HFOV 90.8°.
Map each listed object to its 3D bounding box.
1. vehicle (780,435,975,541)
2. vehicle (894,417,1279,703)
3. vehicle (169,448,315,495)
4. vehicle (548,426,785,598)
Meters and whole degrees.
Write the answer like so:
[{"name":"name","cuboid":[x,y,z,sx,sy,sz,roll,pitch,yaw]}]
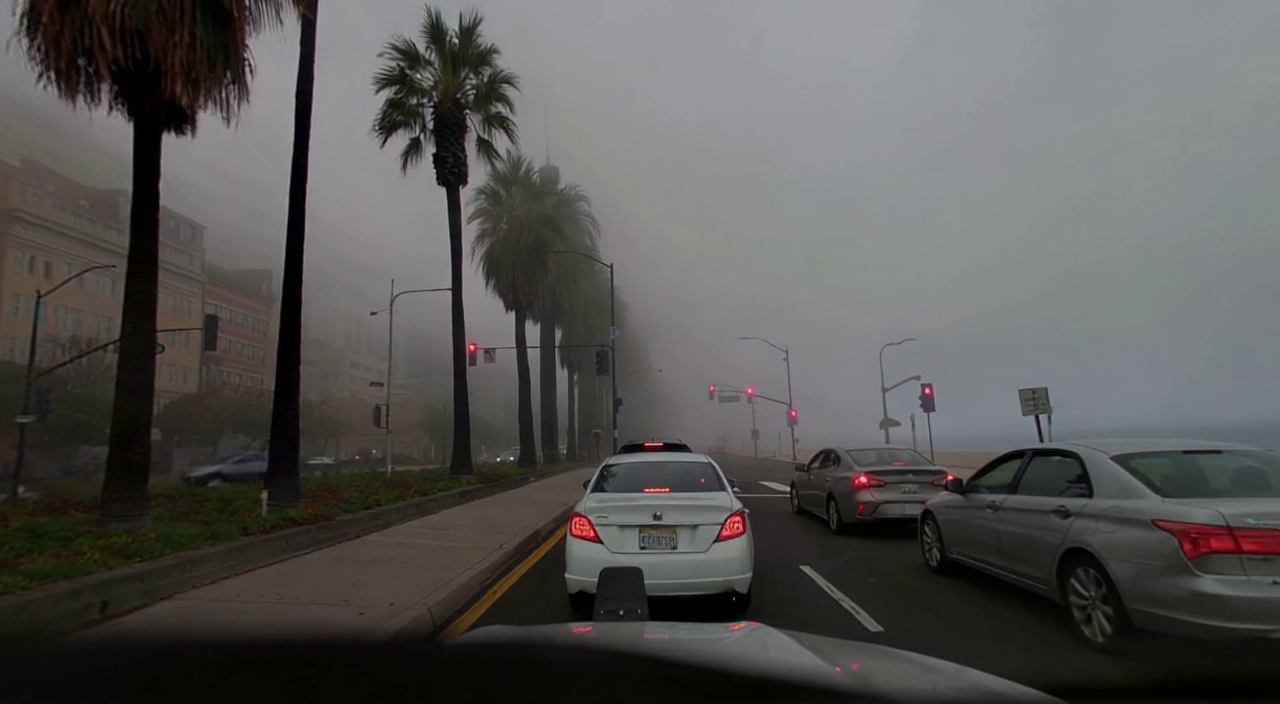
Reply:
[{"name":"vehicle","cuboid":[3.896,2.287,11.308,1.920,1.490,4.417,-1,-9,2]},{"name":"vehicle","cuboid":[3.915,1.362,5.086,1.913,1.469,4.425,0,-9,0]},{"name":"vehicle","cuboid":[-15.229,4.570,24.532,2.022,1.604,4.495,-3,-9,16]},{"name":"vehicle","cuboid":[0.262,1.704,7.501,2.093,1.503,3.681,0,-9,1]}]
